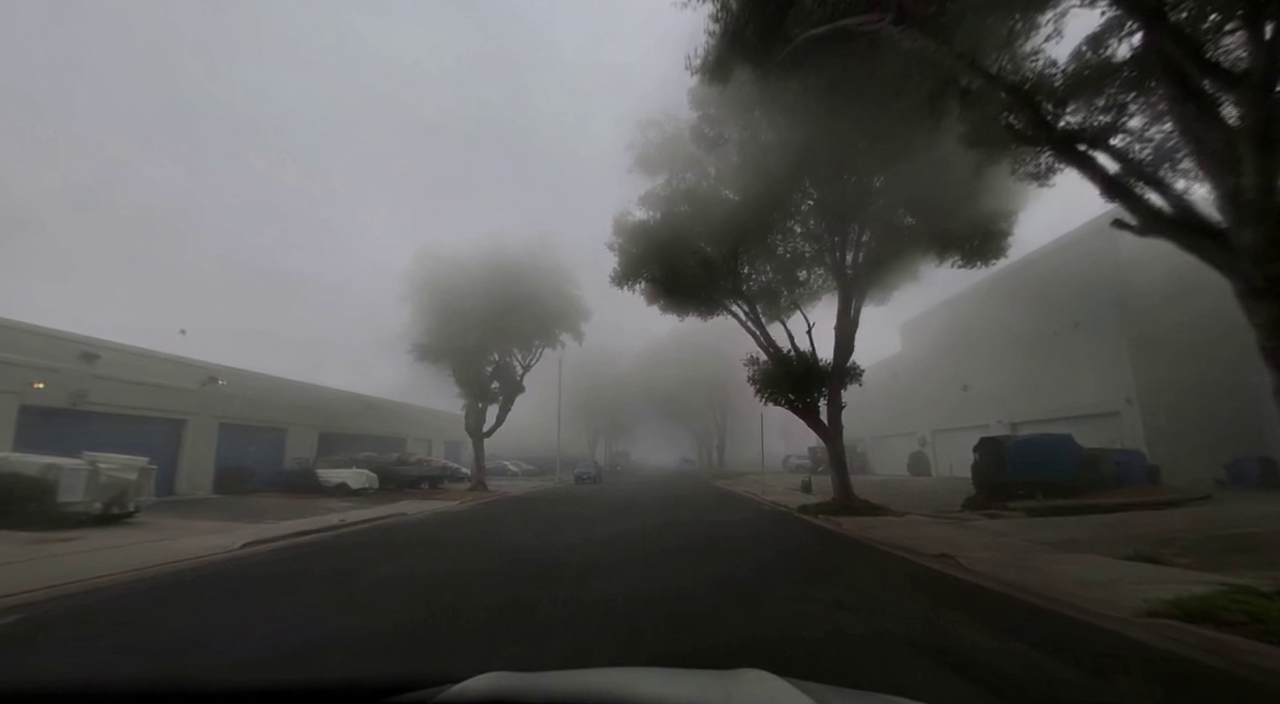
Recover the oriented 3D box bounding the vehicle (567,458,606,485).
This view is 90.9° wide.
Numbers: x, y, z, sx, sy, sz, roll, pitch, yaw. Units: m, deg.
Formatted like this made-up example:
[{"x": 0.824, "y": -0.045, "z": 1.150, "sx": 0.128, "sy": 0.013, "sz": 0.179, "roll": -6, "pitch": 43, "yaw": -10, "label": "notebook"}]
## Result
[{"x": -3.429, "y": 7.825, "z": 41.373, "sx": 1.927, "sy": 1.580, "sz": 4.556, "roll": -2, "pitch": -9, "yaw": 3, "label": "vehicle"}]
